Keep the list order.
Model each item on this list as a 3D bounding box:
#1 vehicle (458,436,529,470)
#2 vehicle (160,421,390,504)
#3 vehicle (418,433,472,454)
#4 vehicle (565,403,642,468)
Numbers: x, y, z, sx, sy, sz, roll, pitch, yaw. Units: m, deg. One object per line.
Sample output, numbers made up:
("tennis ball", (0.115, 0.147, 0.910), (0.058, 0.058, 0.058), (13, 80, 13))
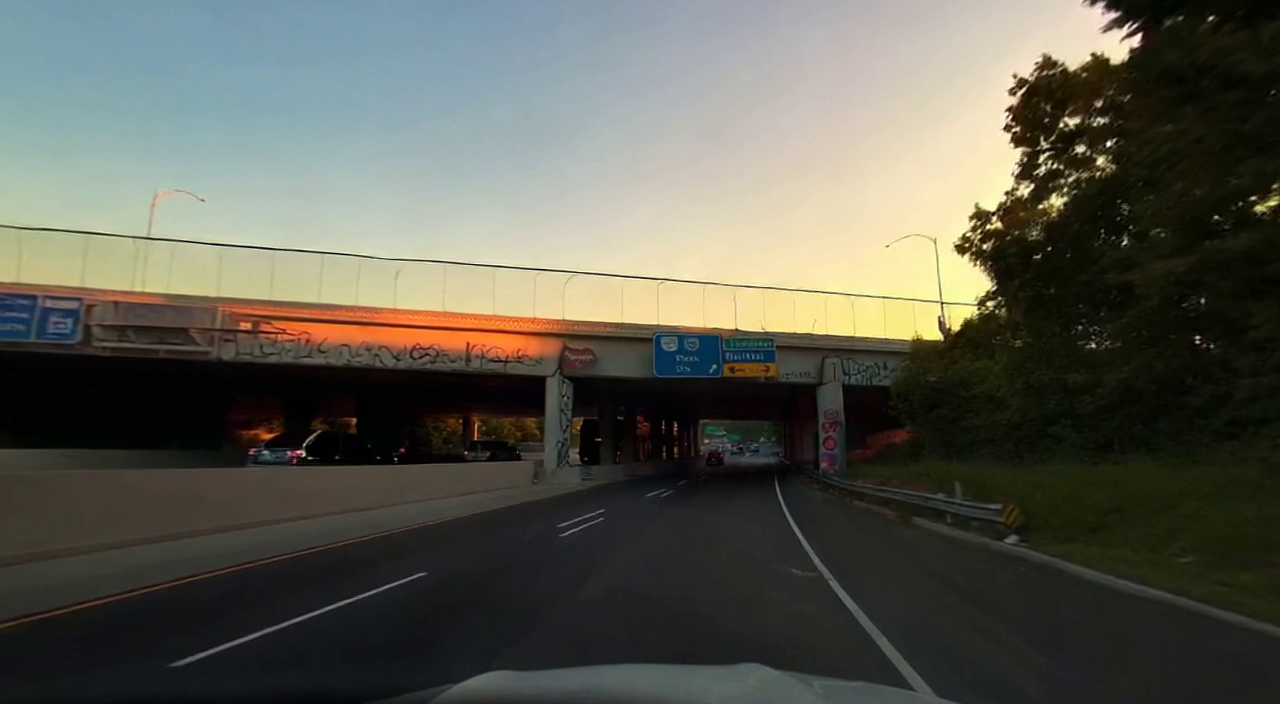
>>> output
("vehicle", (-7.906, 5.482, 34.432), (1.962, 1.731, 4.523), (-2, -9, 12))
("vehicle", (-8.126, 2.505, 14.688), (1.979, 1.600, 4.516), (-2, -9, 13))
("vehicle", (-14.440, 6.857, 46.935), (1.833, 1.452, 4.450), (-1, -9, 12))
("vehicle", (-2.262, 5.838, 43.811), (2.942, 3.975, 9.515), (-2, -9, 12))
